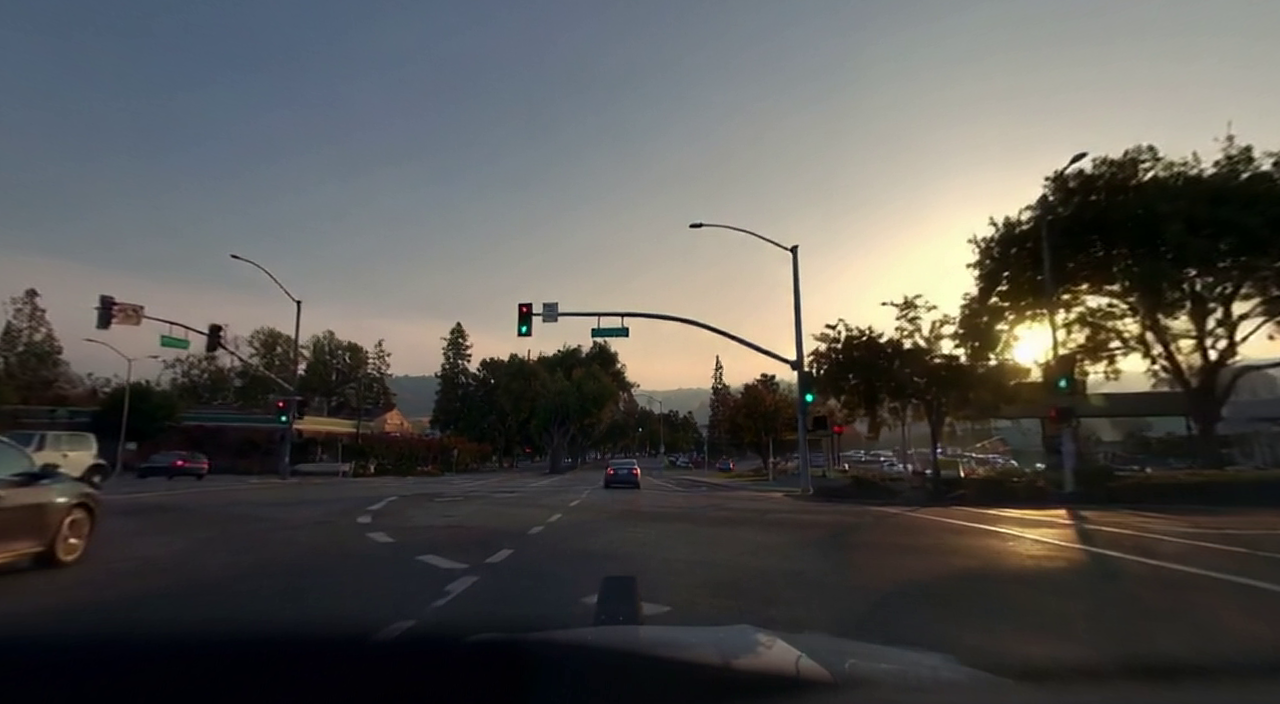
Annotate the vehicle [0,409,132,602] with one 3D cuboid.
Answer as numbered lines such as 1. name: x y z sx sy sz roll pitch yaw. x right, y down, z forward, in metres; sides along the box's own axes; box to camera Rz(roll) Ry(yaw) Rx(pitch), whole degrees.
1. vehicle: -6.637 1.346 5.406 1.909 1.704 4.307 2 -9 -16

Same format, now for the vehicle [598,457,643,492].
1. vehicle: -0.928 5.575 29.041 1.917 1.418 3.987 0 -9 -3

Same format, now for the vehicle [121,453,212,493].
1. vehicle: -19.813 4.987 26.382 3.981 1.510 1.904 -7 -11 37
